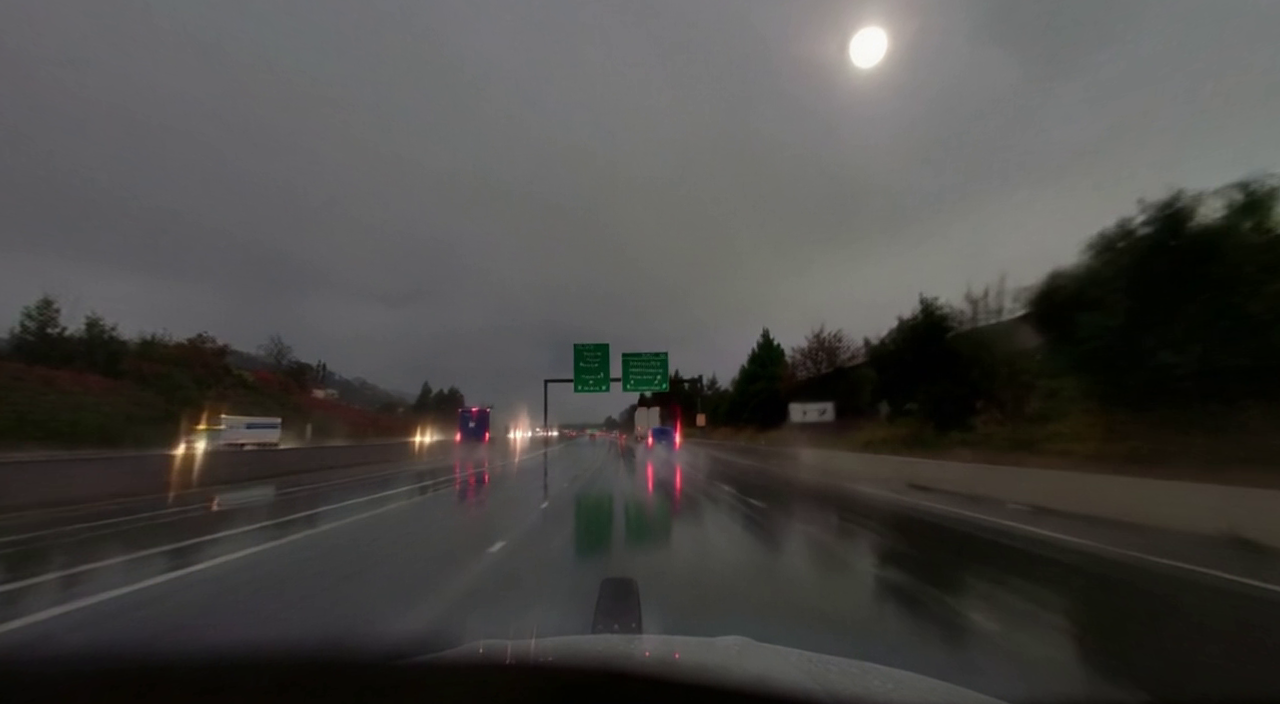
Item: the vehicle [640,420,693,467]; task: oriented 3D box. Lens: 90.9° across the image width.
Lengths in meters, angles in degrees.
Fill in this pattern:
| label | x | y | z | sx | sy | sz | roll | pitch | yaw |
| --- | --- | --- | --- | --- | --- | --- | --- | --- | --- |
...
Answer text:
| label | x | y | z | sx | sy | sz | roll | pitch | yaw |
| --- | --- | --- | --- | --- | --- | --- | --- | --- | --- |
| vehicle | 1.110 | 4.118 | 28.561 | 2.076 | 1.914 | 4.287 | 0 | -8 | -2 |
